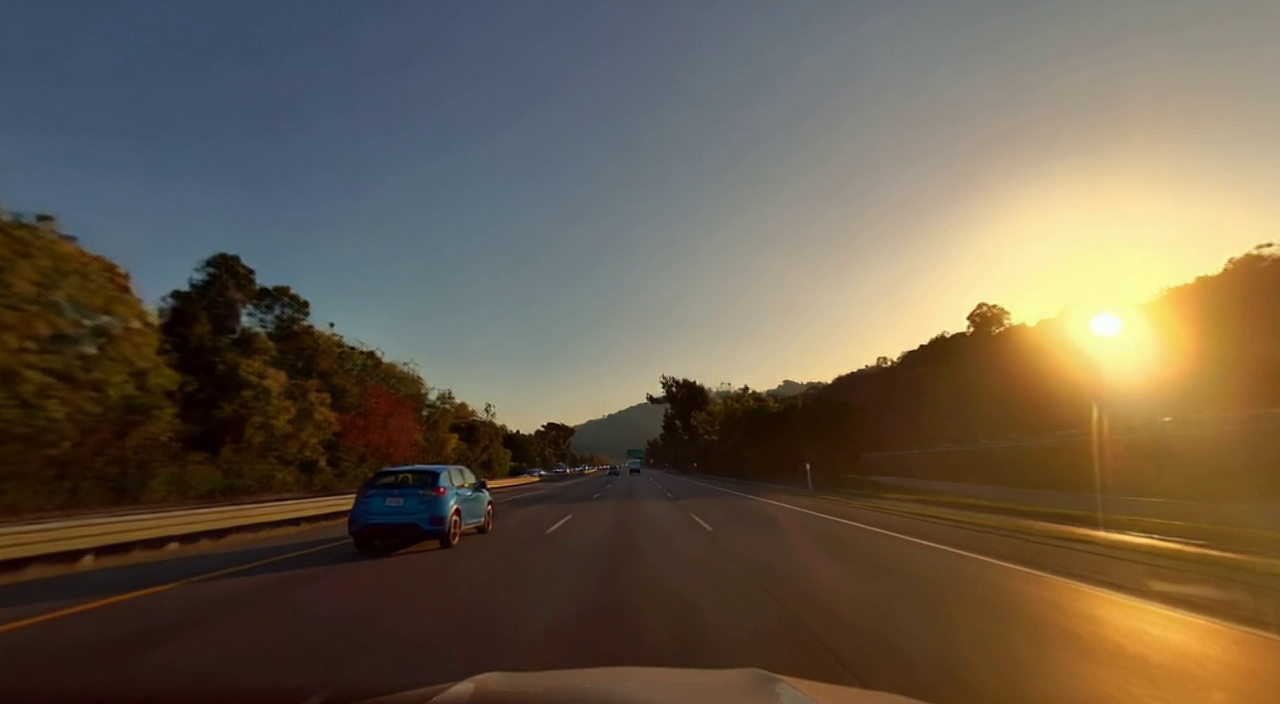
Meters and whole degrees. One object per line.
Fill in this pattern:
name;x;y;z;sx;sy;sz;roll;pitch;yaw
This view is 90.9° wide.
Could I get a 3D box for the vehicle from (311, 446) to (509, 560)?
vehicle;-3.619;2.468;10.815;1.797;1.532;4.072;1;-10;0
